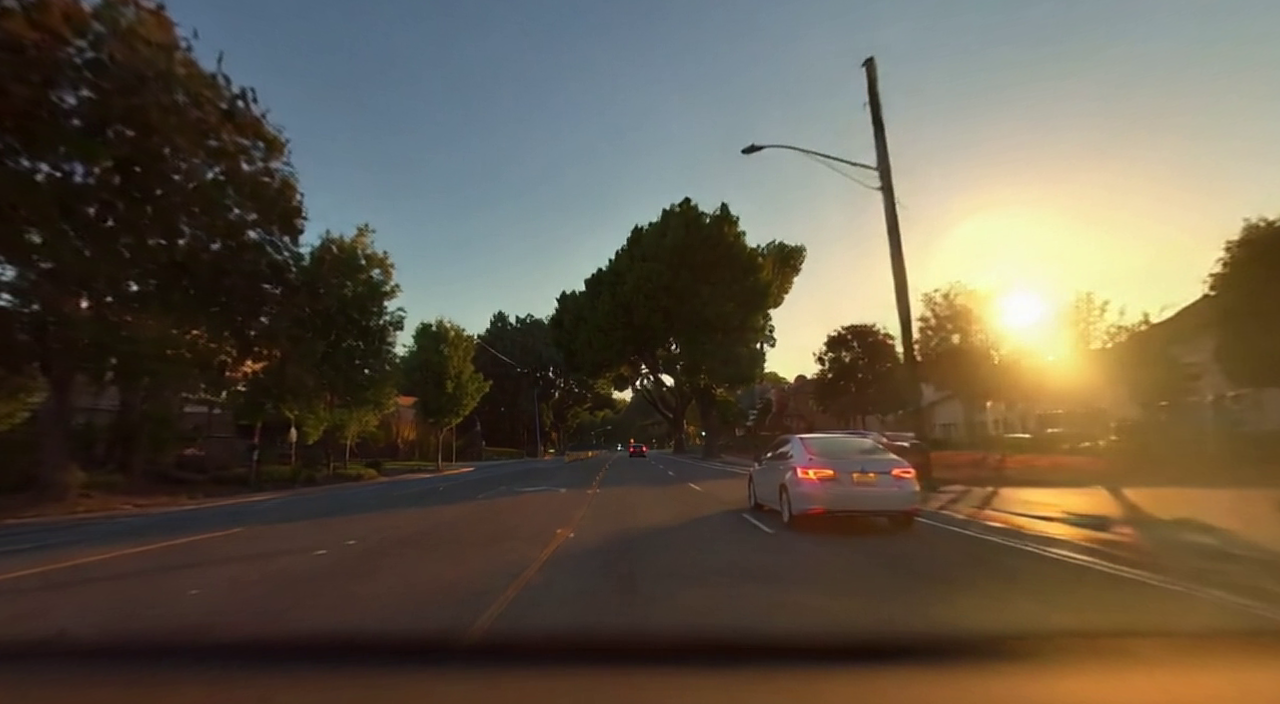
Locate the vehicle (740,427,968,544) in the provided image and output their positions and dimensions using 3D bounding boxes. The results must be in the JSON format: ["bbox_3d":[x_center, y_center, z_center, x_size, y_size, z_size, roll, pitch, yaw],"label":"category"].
[{"bbox_3d":[3.091,2.026,10.298,2.134,1.476,4.327,0,-8,-1],"label":"vehicle"}]
